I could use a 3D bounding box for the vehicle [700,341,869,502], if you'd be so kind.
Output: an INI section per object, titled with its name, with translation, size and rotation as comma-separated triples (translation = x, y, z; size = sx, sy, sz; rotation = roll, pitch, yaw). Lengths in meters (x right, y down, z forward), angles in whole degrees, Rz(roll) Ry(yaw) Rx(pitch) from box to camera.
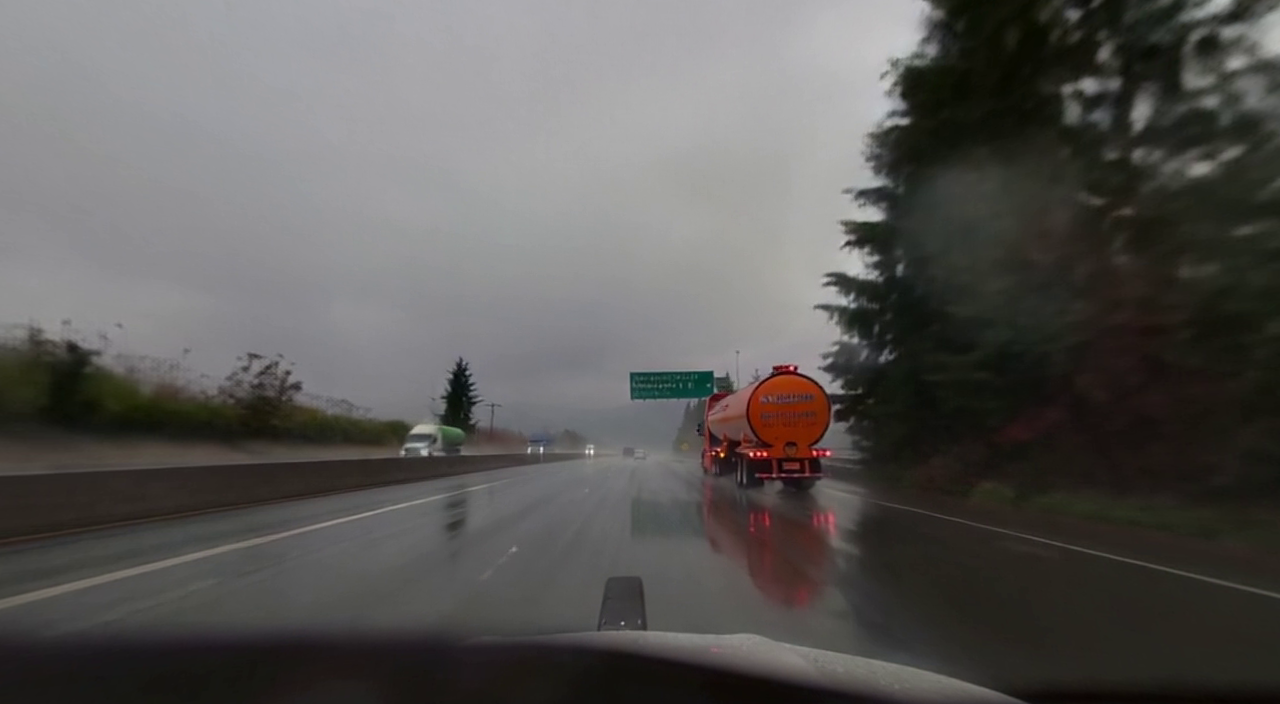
[vehicle]
translation = 4.317, 2.793, 22.944
size = 2.784, 4.080, 13.516
rotation = -2, -9, -1
